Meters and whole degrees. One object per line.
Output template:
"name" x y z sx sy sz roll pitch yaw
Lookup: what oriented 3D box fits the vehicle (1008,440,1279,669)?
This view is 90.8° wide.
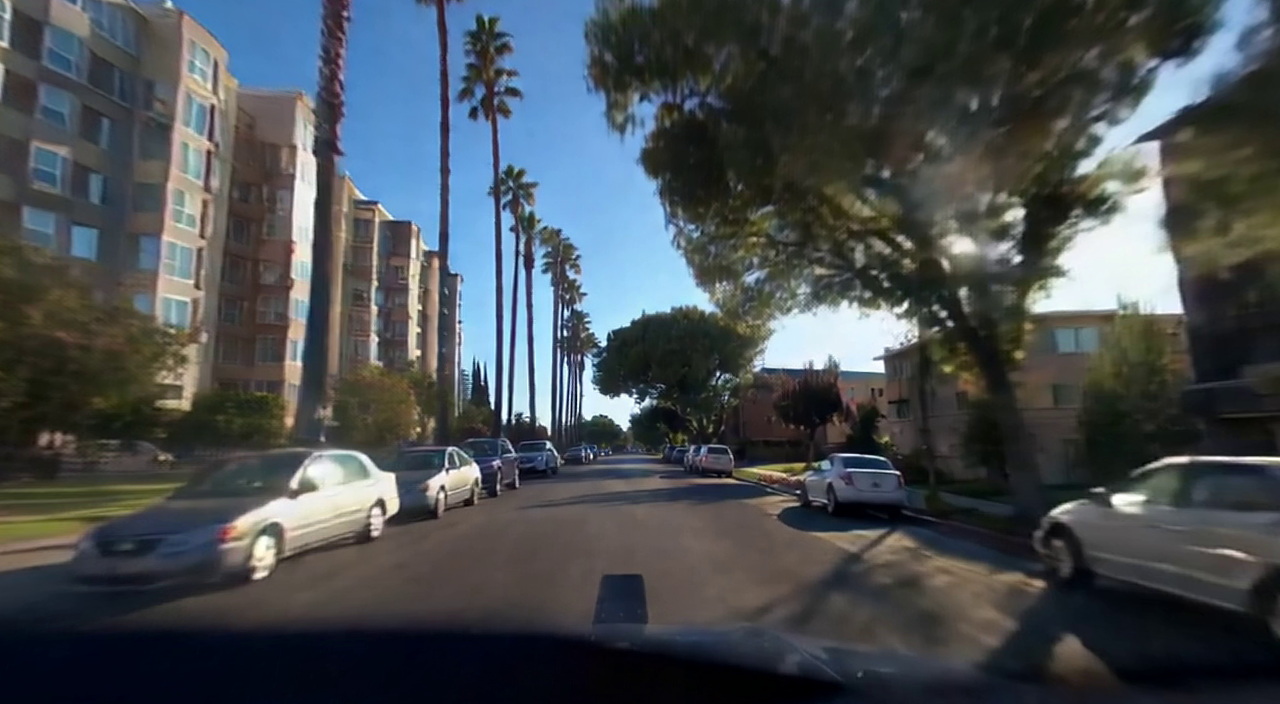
"vehicle" 5.472 1.524 5.216 2.121 1.568 4.473 0 -8 -1

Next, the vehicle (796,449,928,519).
"vehicle" 5.268 3.139 15.537 1.812 1.461 3.575 0 -8 -2

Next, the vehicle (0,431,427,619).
"vehicle" -4.486 1.817 7.737 2.066 1.506 4.719 1 -9 0

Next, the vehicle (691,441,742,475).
"vehicle" 4.285 6.022 36.076 1.969 1.782 4.677 1 -8 -4
